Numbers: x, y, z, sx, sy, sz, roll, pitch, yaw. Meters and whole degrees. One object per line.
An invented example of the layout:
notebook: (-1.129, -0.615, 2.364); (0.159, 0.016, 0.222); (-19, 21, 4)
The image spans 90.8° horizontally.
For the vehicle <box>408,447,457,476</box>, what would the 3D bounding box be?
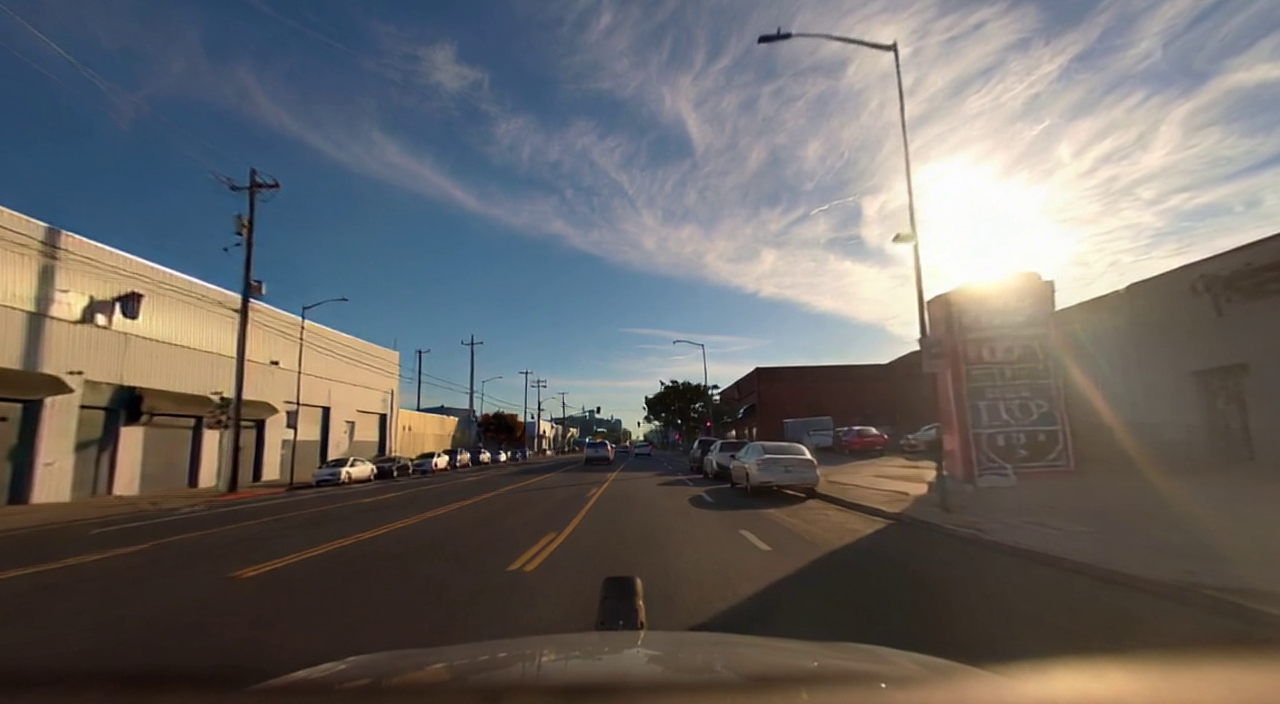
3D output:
vehicle: (-15.141, 7.992, 46.434); (2.020, 1.695, 4.629); (-8, -7, -2)

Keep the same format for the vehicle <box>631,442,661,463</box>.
vehicle: (0.446, 7.411, 46.805); (2.099, 1.470, 4.270); (0, -8, 0)

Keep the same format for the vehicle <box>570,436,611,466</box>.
vehicle: (-3.269, 6.659, 42.710); (2.348, 1.831, 4.737); (0, -8, 0)

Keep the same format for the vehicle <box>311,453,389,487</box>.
vehicle: (-15.309, 6.222, 33.634); (1.883, 1.493, 4.880); (-2, -8, 0)

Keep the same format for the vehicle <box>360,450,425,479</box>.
vehicle: (-15.331, 6.981, 39.413); (2.076, 1.518, 4.981); (-2, -8, 0)

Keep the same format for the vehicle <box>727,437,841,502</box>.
vehicle: (3.840, 3.224, 17.873); (2.042, 1.487, 5.033); (2, -8, 0)

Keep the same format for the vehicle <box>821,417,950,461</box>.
vehicle: (12.687, 4.514, 32.947); (5.603, 1.659, 2.393); (-5, -7, -3)
